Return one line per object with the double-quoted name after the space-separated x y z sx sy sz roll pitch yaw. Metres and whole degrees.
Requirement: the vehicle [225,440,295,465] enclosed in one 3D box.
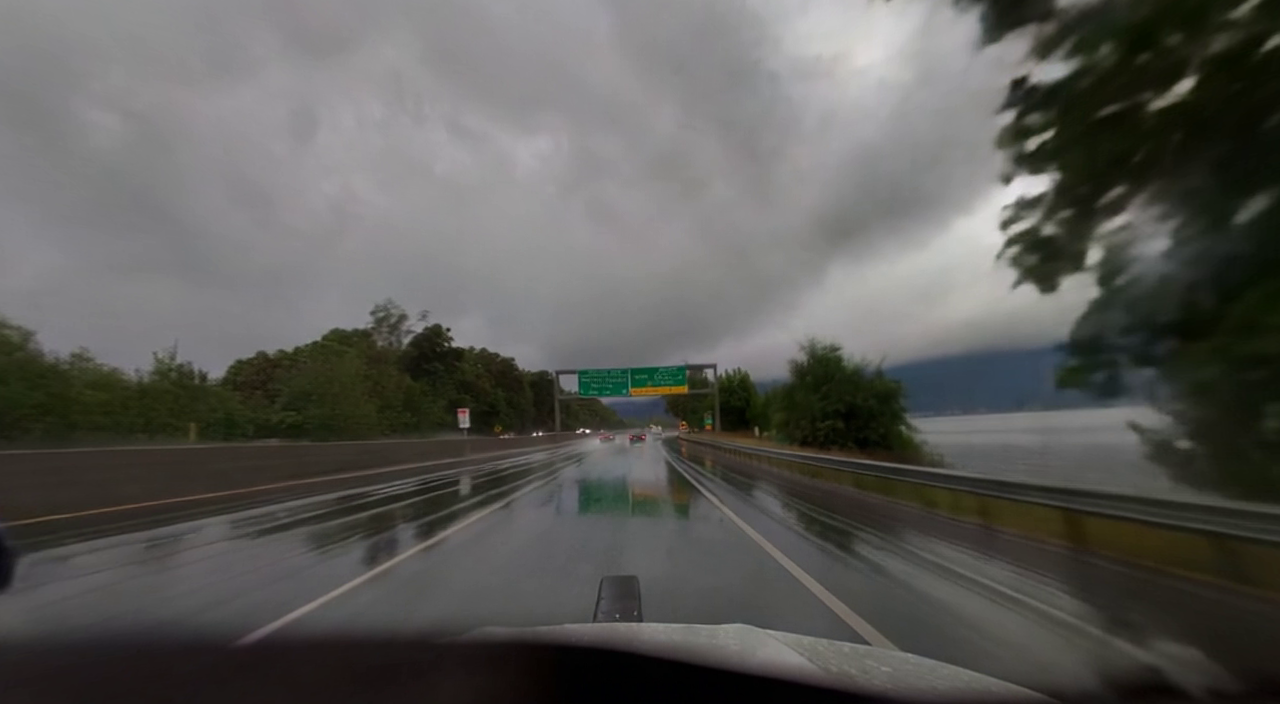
-23.265 6.120 38.719 1.772 1.430 4.002 0 -7 0 "vehicle"
